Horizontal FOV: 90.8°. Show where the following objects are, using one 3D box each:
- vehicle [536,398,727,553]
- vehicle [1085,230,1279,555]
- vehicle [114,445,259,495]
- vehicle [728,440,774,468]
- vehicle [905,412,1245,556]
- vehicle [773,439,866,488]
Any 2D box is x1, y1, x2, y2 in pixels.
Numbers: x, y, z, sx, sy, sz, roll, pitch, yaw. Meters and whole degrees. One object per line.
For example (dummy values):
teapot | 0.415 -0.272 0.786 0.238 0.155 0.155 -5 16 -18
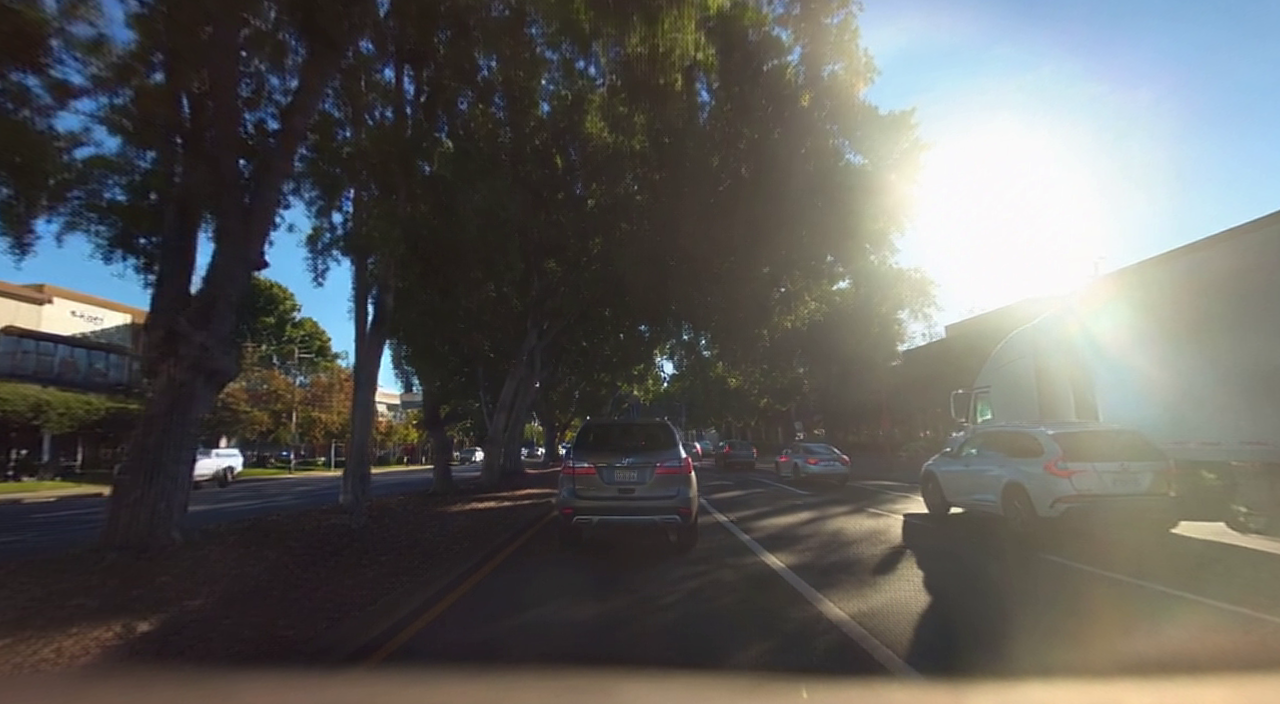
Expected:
vehicle | -0.142 1.811 9.868 2.320 1.880 4.192 0 -8 -1
vehicle | 9.957 -0.237 3.201 2.879 4.284 17.334 0 -8 0
vehicle | -19.299 4.991 27.304 2.302 1.939 5.221 0 -8 1
vehicle | 6.521 6.016 37.477 1.914 1.523 4.287 0 -8 -1
vehicle | 6.184 1.916 9.868 2.056 1.703 4.428 0 -8 -1
vehicle | 6.330 3.976 22.896 2.035 1.553 4.465 0 -8 0
